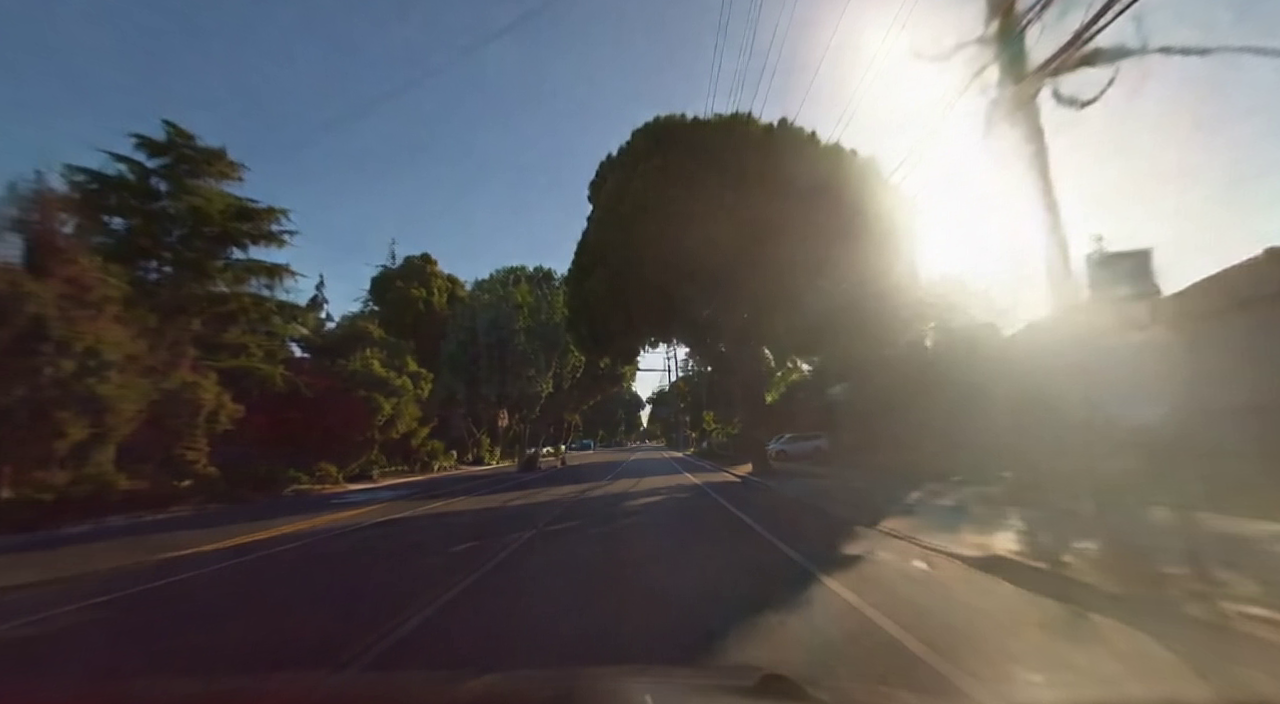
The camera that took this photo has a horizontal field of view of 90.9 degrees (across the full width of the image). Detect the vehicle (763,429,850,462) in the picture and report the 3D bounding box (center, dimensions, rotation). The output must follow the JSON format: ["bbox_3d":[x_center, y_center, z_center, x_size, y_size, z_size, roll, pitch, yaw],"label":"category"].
[{"bbox_3d":[9.648,5.497,36.868,4.494,1.850,2.027,0,-9,0],"label":"vehicle"}]
